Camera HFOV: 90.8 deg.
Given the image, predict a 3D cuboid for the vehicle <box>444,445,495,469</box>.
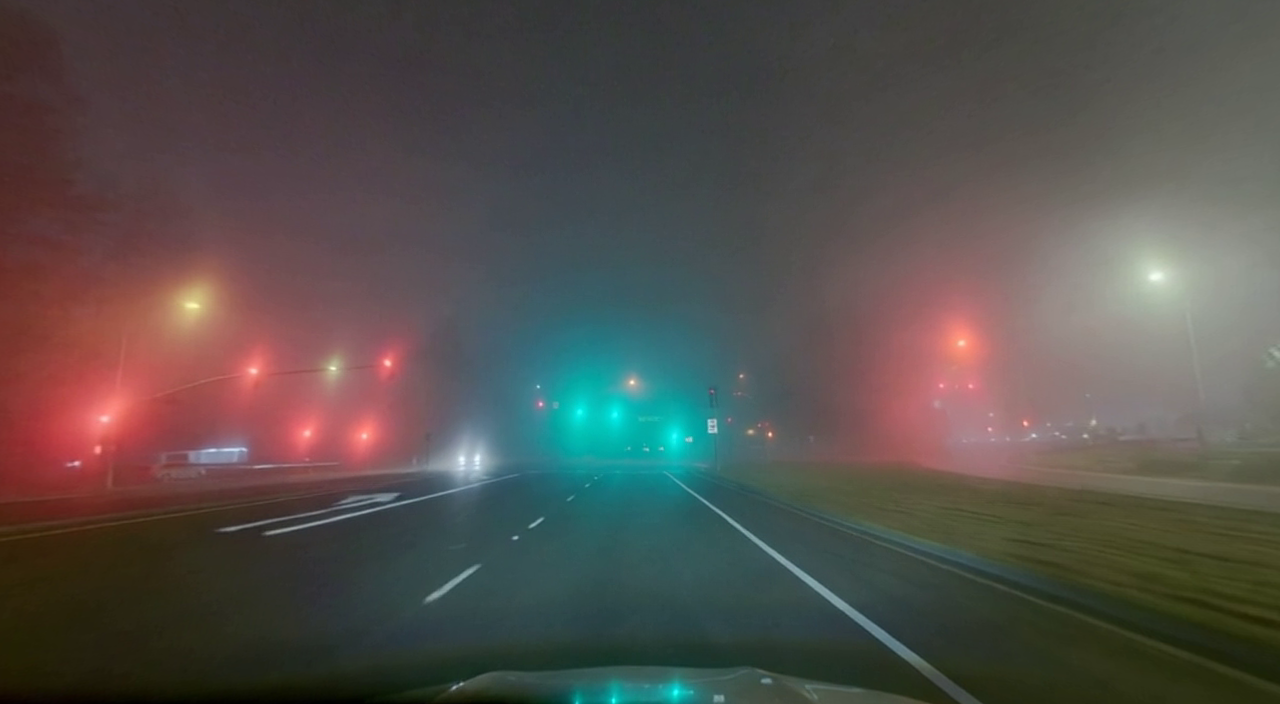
[{"bbox_3d":[-13.313,8.128,49.194,2.024,1.733,4.262,8,-12,-41],"label":"vehicle"}]
